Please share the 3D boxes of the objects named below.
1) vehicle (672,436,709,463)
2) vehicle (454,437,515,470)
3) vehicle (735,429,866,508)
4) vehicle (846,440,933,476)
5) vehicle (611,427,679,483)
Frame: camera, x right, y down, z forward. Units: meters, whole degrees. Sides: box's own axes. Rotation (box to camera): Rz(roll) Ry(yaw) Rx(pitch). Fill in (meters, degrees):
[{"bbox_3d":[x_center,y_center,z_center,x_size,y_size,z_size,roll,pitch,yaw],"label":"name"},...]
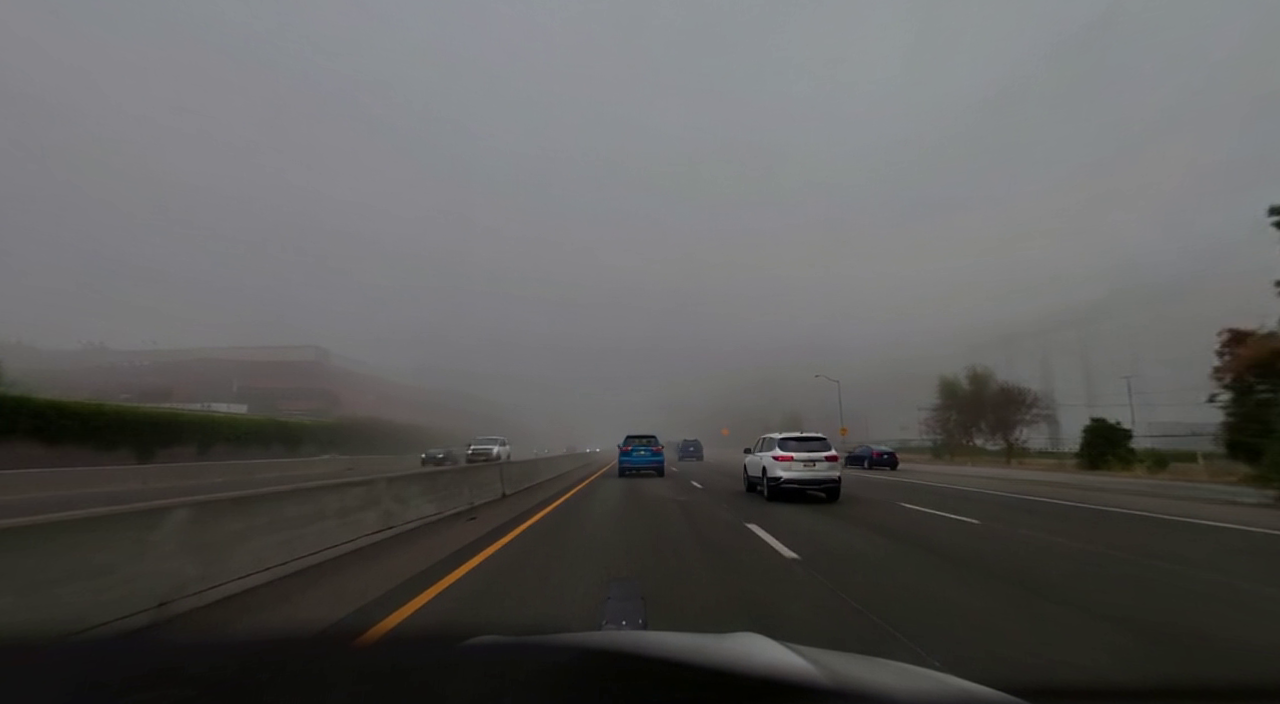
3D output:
[{"bbox_3d":[3.872,7.630,49.479,2.328,1.987,5.440,0,-8,-1],"label":"vehicle"},{"bbox_3d":[-10.685,7.019,43.954,2.614,2.135,6.505,0,-8,0],"label":"vehicle"},{"bbox_3d":[3.591,2.683,14.969,2.042,1.592,4.047,0,-8,0],"label":"vehicle"},{"bbox_3d":[10.955,4.682,28.050,2.027,1.446,4.470,0,-8,0],"label":"vehicle"},{"bbox_3d":[0.174,3.832,23.685,2.290,1.862,4.454,0,-8,0],"label":"vehicle"}]
